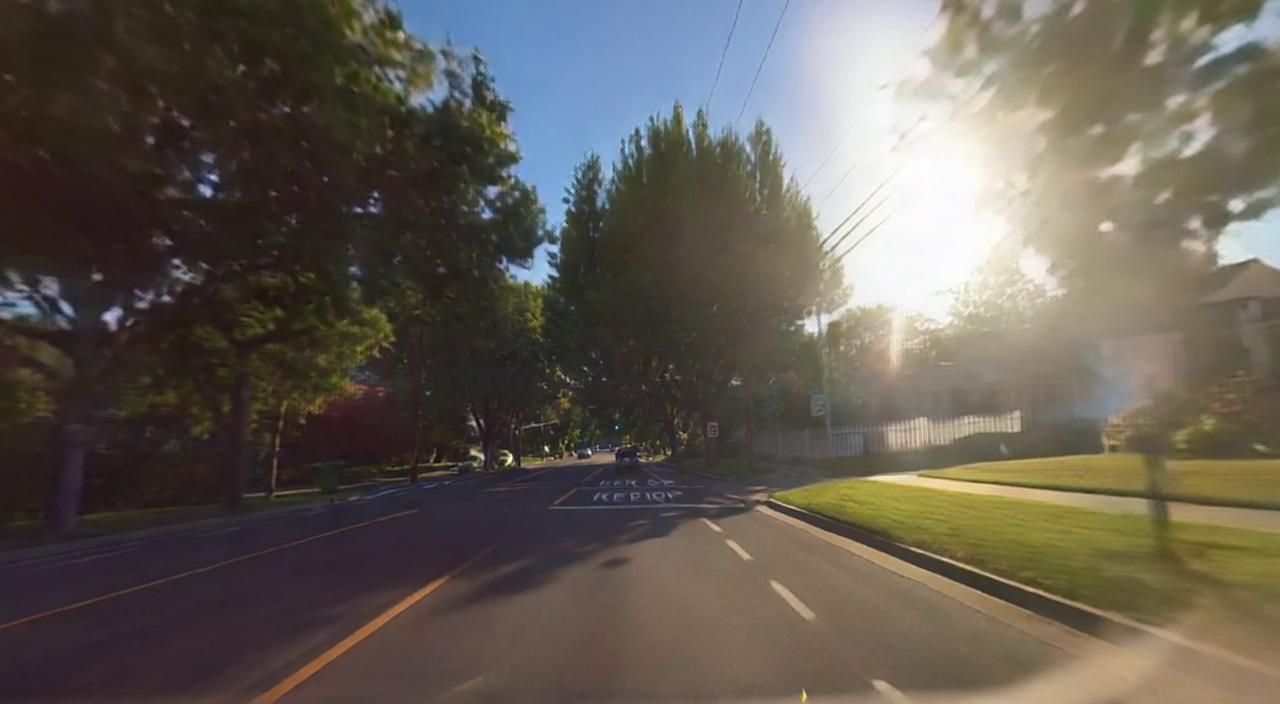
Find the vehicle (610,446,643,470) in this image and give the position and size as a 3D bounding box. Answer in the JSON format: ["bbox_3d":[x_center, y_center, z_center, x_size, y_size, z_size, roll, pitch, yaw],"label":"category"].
[{"bbox_3d":[-0.929,7.159,42.874,2.104,1.500,3.815,0,-9,-2],"label":"vehicle"}]
